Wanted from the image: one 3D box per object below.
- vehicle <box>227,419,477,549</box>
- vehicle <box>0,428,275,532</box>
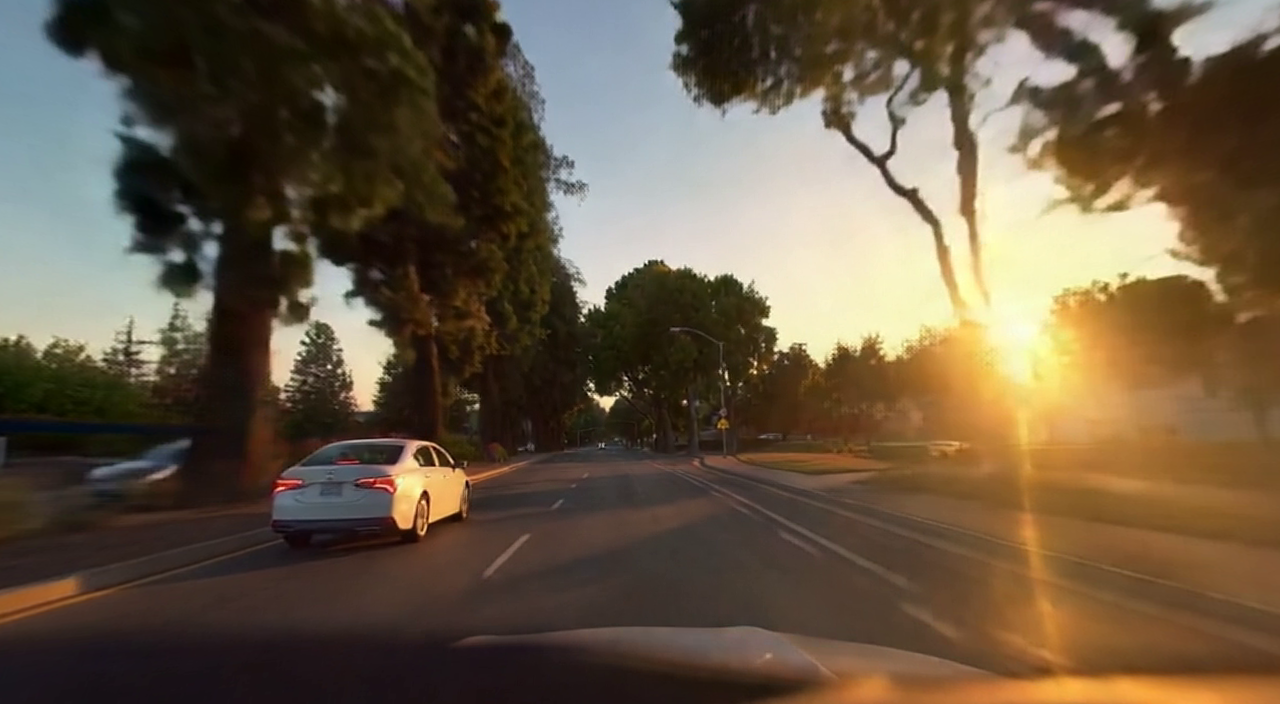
[{"bbox_3d":[-3.989,1.882,9.722,1.915,1.521,4.283,0,-8,-2],"label":"vehicle"},{"bbox_3d":[-9.453,2.359,12.332,2.084,1.521,4.669,-3,-8,-3],"label":"vehicle"}]
